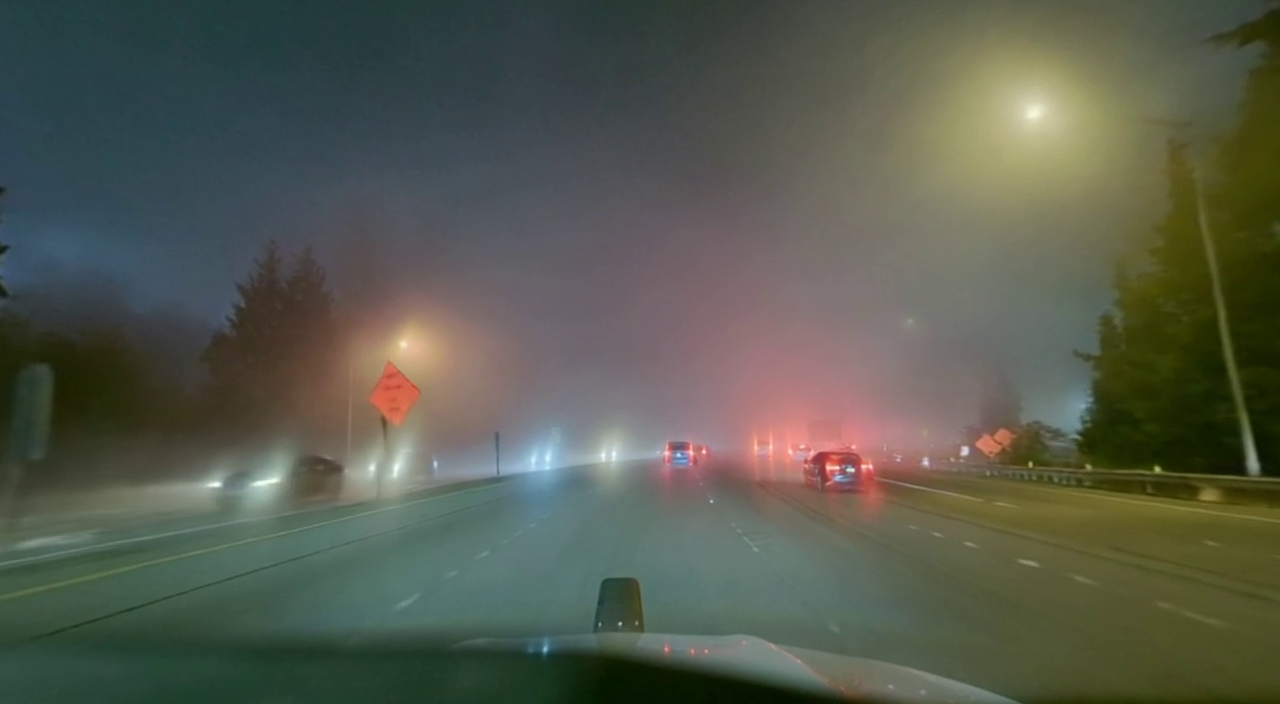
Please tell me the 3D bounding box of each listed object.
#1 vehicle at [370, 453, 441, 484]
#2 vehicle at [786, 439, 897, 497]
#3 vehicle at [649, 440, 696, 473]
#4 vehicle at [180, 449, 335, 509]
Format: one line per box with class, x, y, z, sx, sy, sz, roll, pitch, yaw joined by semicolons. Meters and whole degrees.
vehicle;-13.566;6.752;36.864;1.913;1.610;4.549;-1;-9;7
vehicle;5.679;3.313;18.430;2.044;1.474;4.083;-1;-9;3
vehicle;1.849;5.673;34.457;2.201;1.676;4.541;-1;-9;7
vehicle;-11.958;3.962;20.183;2.032;1.657;4.271;-1;-9;4
